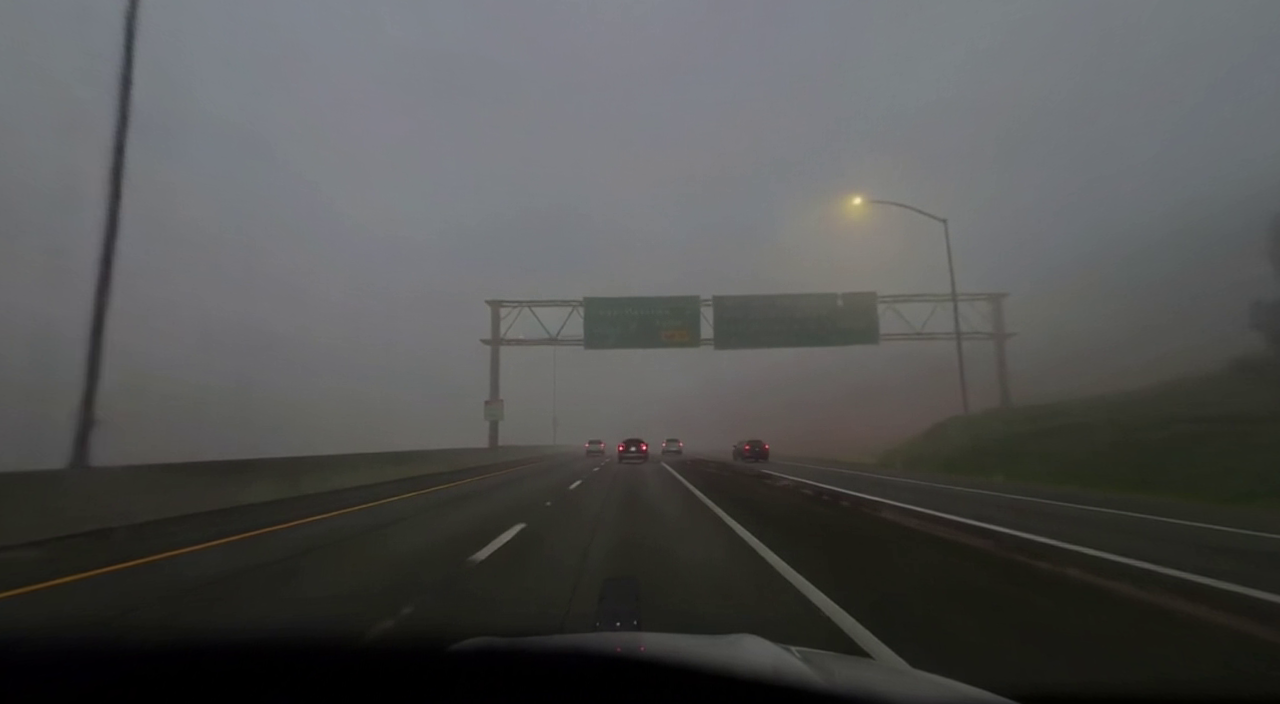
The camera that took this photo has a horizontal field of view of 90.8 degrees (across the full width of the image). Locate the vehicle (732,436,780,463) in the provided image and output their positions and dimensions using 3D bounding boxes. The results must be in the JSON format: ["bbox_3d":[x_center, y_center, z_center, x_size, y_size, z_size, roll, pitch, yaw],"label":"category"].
[{"bbox_3d":[6.833,5.814,37.677,1.935,1.478,4.433,0,-8,-1],"label":"vehicle"}]

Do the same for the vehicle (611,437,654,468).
[{"bbox_3d":[-0.377,4.983,31.477,1.985,1.457,4.227,0,-8,-1],"label":"vehicle"}]
